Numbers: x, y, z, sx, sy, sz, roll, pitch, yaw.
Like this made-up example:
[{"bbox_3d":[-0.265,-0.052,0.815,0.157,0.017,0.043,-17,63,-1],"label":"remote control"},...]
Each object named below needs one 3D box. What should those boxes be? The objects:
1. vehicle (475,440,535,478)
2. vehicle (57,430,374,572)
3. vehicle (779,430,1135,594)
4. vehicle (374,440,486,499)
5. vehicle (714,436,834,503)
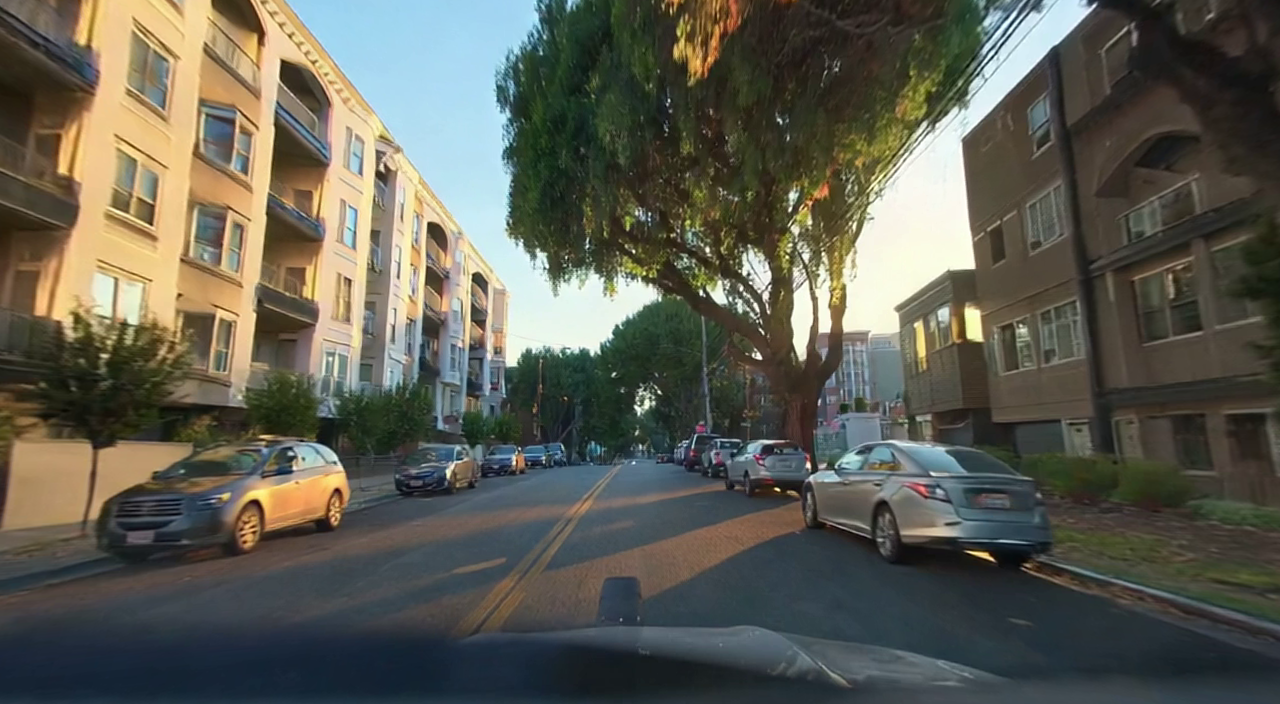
[{"bbox_3d":[-6.452,5.130,30.610,1.947,1.707,4.352,0,-8,0],"label":"vehicle"},{"bbox_3d":[-6.256,2.189,10.206,2.023,1.740,4.567,0,-8,-2],"label":"vehicle"},{"bbox_3d":[3.482,1.837,8.382,2.041,1.488,5.026,0,-8,-1],"label":"vehicle"},{"bbox_3d":[-6.494,3.667,20.152,2.100,1.640,4.341,0,-8,0],"label":"vehicle"},{"bbox_3d":[3.350,3.046,16.905,1.948,1.502,5.013,0,-8,-2],"label":"vehicle"}]
